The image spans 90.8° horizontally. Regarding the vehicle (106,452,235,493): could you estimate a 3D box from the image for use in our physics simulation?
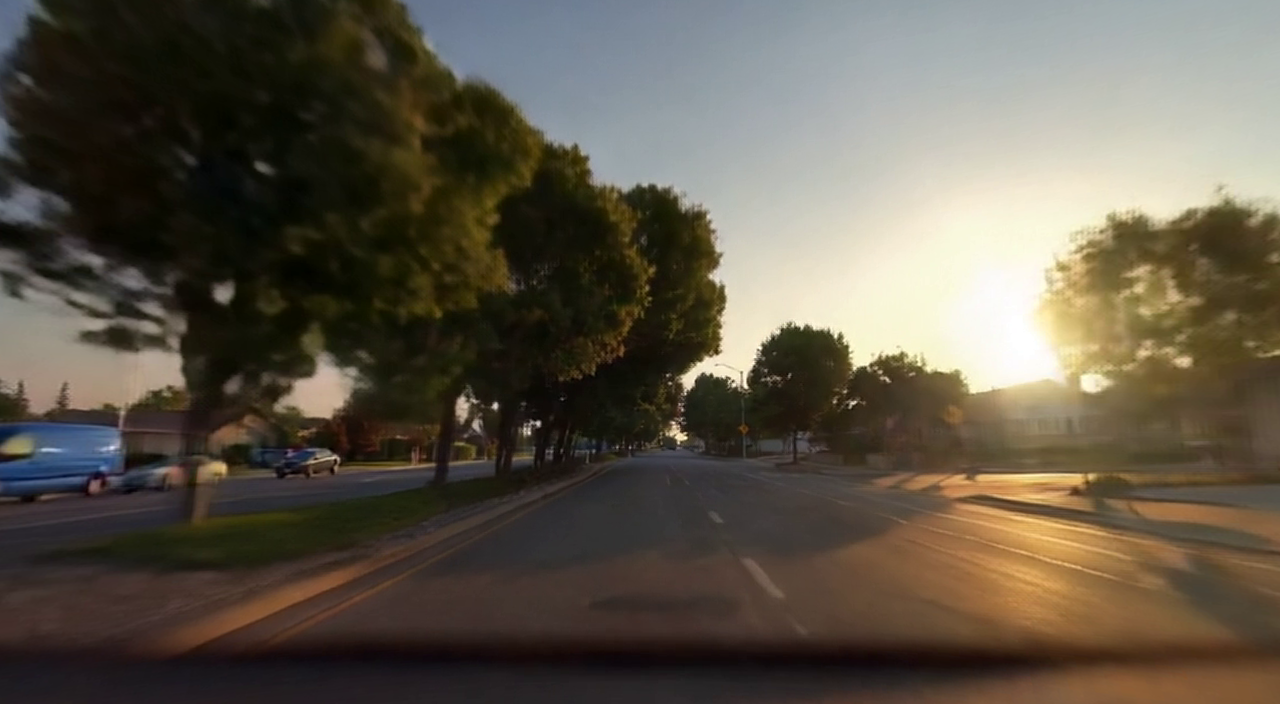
[{"bbox_3d":[-18.968,4.840,25.827,1.829,1.462,4.463,0,-8,1],"label":"vehicle"}]

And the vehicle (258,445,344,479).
[{"bbox_3d":[-18.874,6.111,35.541,1.906,1.744,5.165,0,-8,1],"label":"vehicle"}]

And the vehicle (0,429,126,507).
[{"bbox_3d":[-19.177,3.529,19.387,2.216,2.161,5.522,-2,-8,-1],"label":"vehicle"}]
